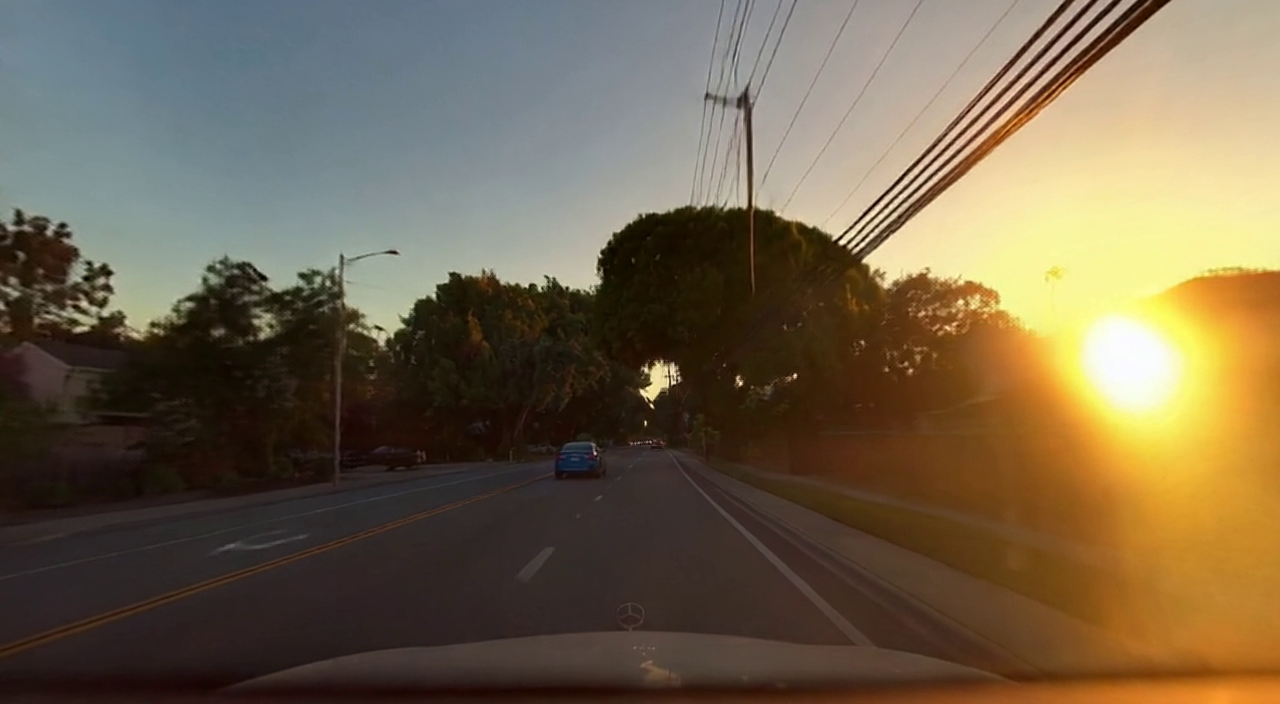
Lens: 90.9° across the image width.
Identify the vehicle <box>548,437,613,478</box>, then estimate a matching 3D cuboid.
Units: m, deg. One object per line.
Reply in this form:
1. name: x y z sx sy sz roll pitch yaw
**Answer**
1. vehicle: -2.362 4.370 26.451 2.085 1.512 5.023 0 -8 2
